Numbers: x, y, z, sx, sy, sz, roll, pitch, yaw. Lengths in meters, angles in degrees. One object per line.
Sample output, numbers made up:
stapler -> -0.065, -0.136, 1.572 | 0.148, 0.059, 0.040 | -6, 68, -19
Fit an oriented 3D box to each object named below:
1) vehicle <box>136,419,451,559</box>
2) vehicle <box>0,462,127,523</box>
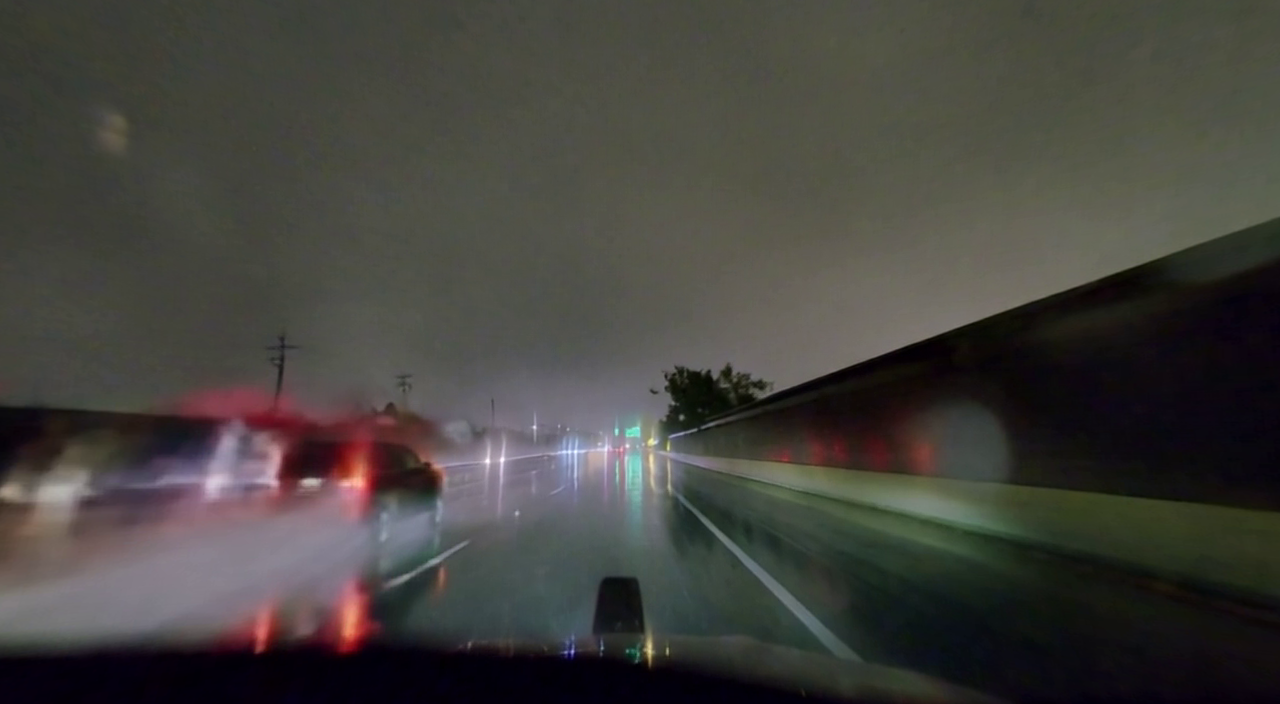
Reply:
vehicle -> -4.652, 1.907, 9.501 | 2.139, 1.577, 4.546 | 0, -9, 0
vehicle -> -17.146, 3.921, 17.908 | 1.843, 1.455, 3.770 | 0, -9, -1
